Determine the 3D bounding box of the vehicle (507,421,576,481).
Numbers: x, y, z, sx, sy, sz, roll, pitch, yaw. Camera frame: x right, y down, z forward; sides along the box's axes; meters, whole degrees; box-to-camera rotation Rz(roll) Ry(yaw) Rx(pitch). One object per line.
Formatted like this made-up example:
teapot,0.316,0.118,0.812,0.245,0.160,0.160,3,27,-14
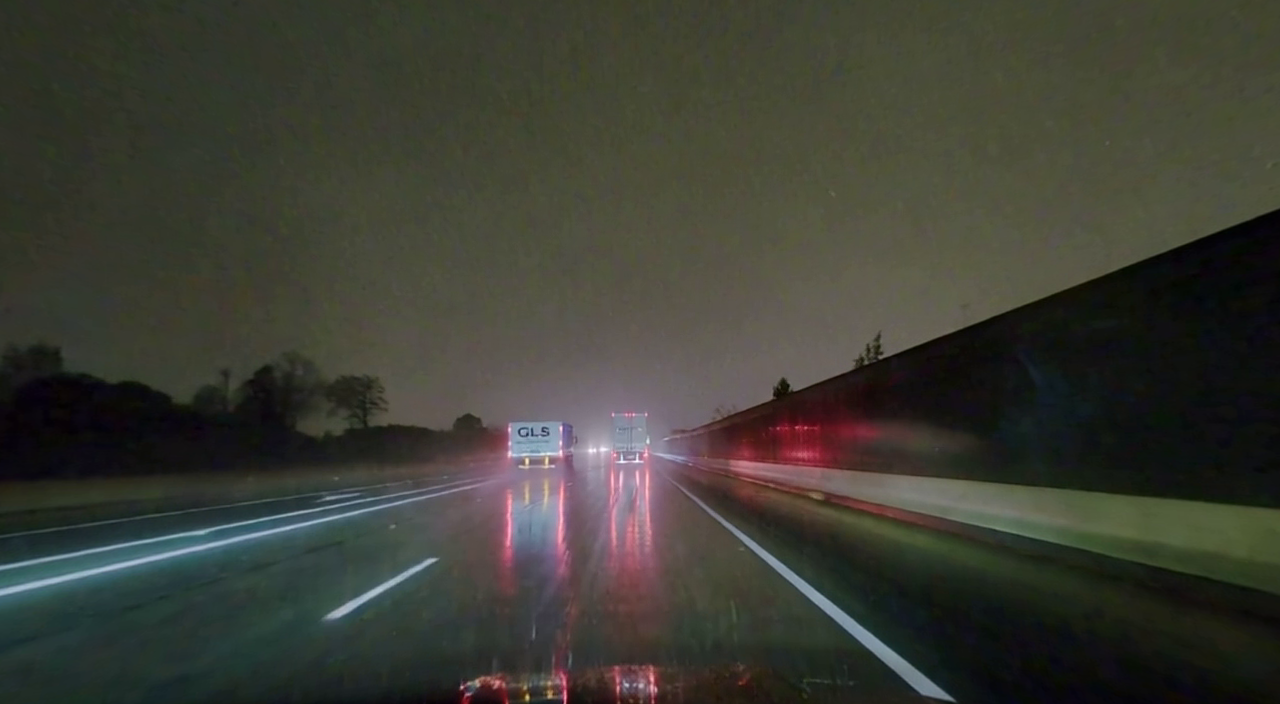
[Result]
vehicle,-4.811,4.987,31.721,2.529,2.697,5.935,0,-9,0
